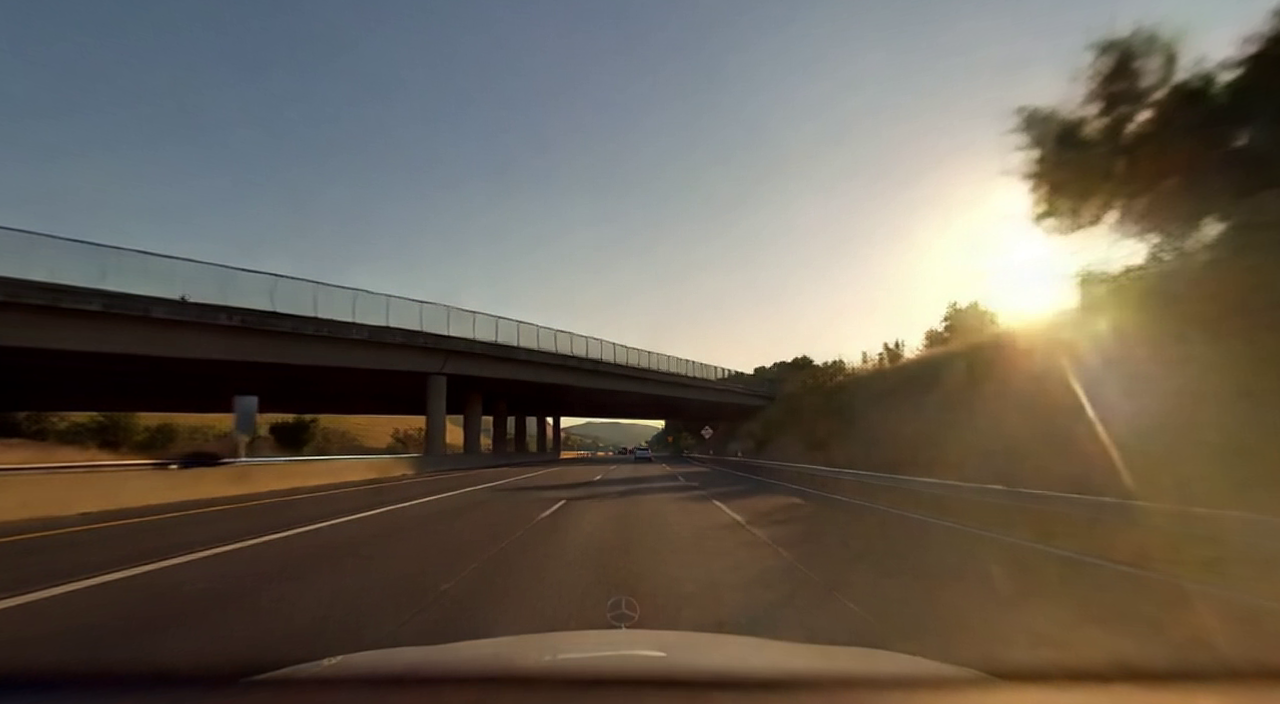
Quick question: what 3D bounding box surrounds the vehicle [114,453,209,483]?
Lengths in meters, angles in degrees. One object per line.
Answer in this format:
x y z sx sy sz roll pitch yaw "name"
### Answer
-24.571 5.954 32.550 1.911 1.415 3.725 0 -9 1 "vehicle"
